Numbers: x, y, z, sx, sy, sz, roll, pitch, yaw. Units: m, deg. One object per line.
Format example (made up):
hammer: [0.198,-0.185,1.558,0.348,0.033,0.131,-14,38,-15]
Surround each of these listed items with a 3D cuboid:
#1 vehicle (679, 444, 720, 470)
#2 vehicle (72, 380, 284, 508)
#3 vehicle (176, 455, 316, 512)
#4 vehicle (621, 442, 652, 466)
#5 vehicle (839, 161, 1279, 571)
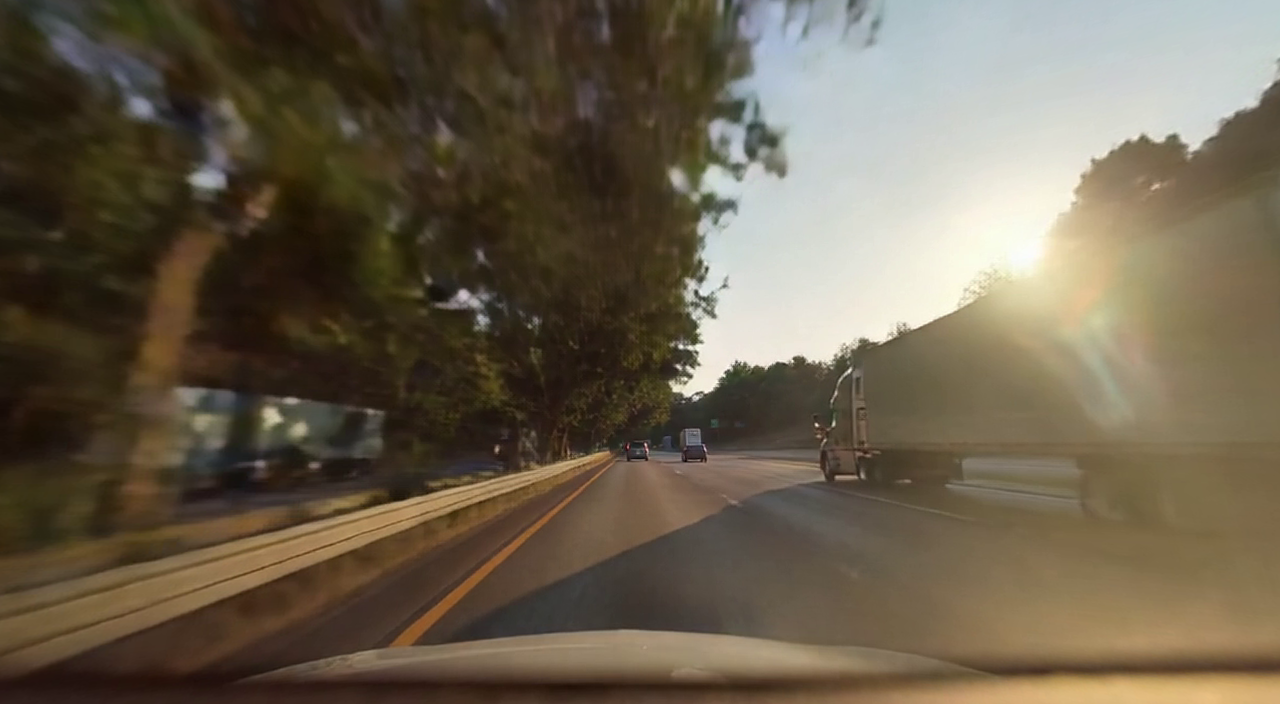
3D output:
vehicle: [3.627,6.502,39.112,2.025,1.534,4.179,0,-9,-1]
vehicle: [-16.666,3.418,23.422,2.998,4.091,6.130,0,-9,0]
vehicle: [-12.338,4.093,20.025,1.862,1.549,3.996,0,-9,0]
vehicle: [-0.265,7.497,46.337,2.114,1.706,4.106,0,-9,0]
vehicle: [7.818,1.026,12.106,3.044,4.073,14.016,0,-9,-1]
